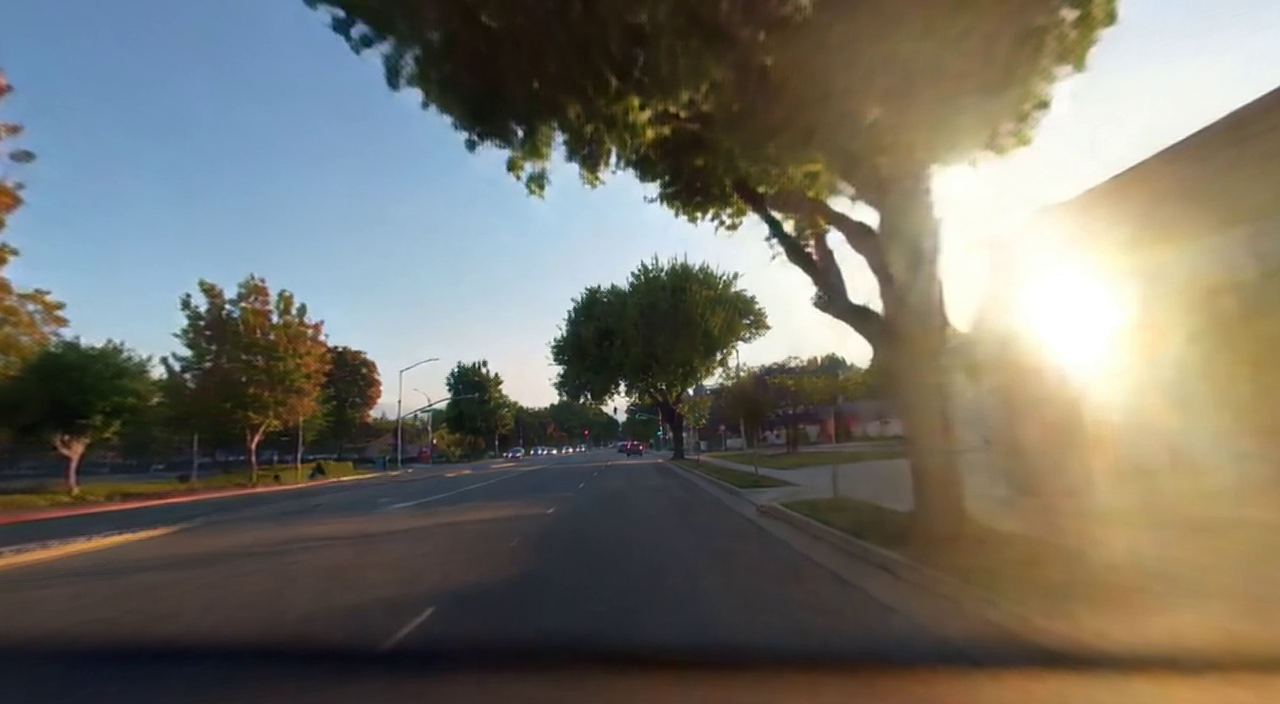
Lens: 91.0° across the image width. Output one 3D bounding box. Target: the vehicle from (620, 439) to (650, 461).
[{"bbox_3d":[-0.361,7.567,48.880,2.191,1.607,4.361,0,-9,1],"label":"vehicle"}]
